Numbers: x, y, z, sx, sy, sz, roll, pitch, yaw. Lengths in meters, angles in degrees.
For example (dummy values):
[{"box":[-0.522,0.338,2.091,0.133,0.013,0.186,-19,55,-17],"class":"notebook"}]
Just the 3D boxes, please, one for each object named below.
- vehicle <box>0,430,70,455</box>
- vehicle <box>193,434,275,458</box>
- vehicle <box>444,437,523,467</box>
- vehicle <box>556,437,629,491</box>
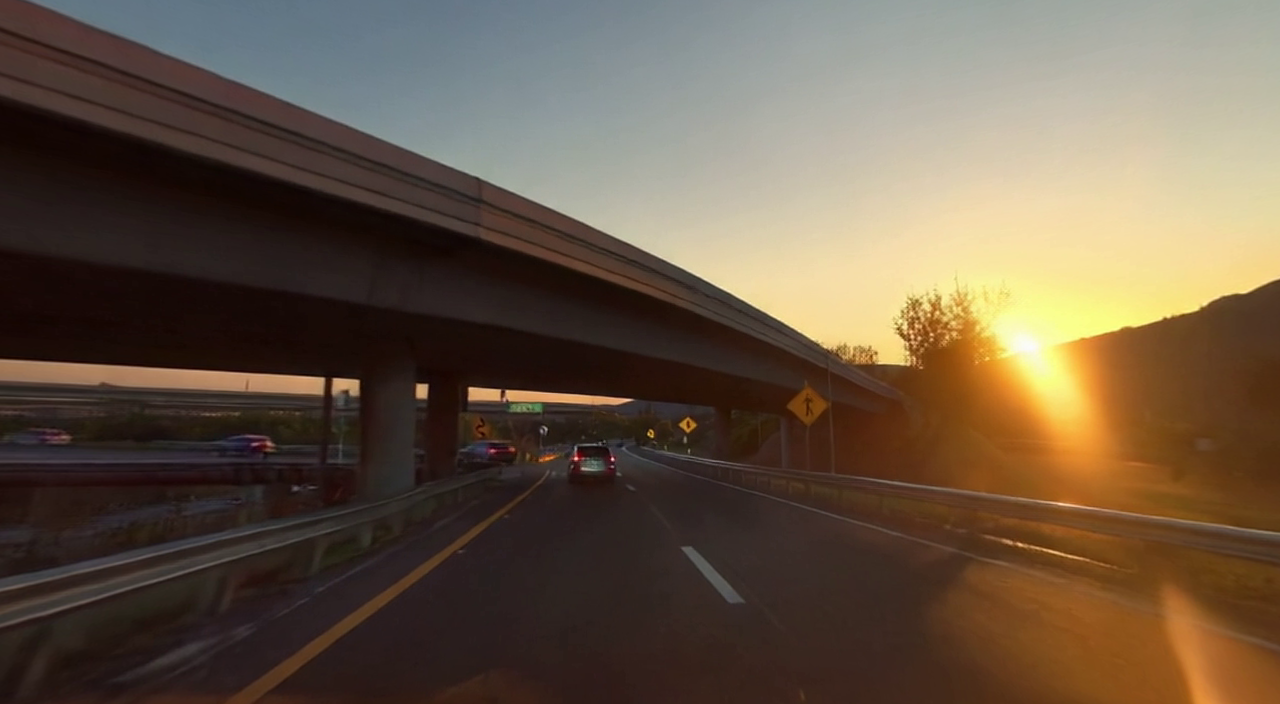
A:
[{"box":[-38.533,5.633,39.025,4.005,1.472,1.807,1,-9,-8],"class":"vehicle"},{"box":[-25.959,6.010,40.144,3.904,1.482,1.834,0,-9,-1],"class":"vehicle"},{"box":[-8.535,5.422,34.002,4.278,1.505,2.018,-8,-11,40],"class":"vehicle"},{"box":[-1.455,3.395,19.306,2.006,1.486,3.950,1,-9,-4],"class":"vehicle"}]
